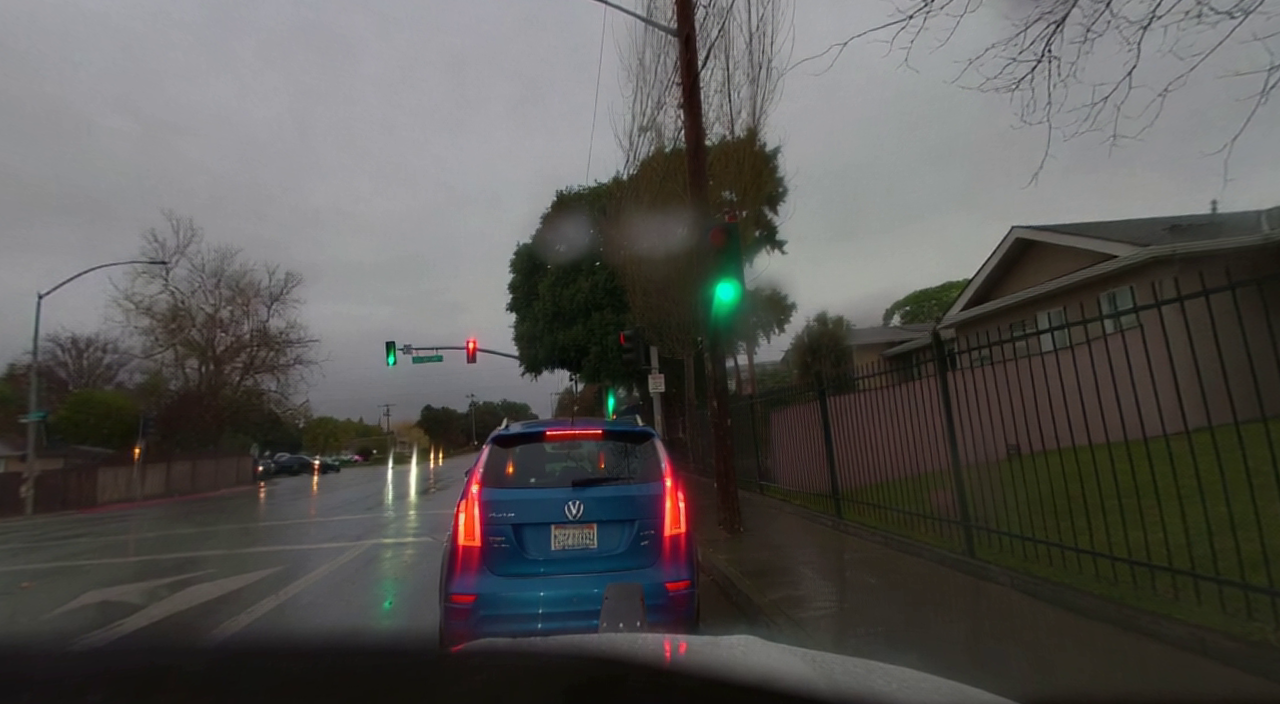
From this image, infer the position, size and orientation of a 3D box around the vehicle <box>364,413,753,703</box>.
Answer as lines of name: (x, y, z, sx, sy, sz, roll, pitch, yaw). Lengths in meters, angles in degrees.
vehicle: (-0.670, 1.359, 5.223, 2.024, 1.502, 3.702, 1, -9, -9)
